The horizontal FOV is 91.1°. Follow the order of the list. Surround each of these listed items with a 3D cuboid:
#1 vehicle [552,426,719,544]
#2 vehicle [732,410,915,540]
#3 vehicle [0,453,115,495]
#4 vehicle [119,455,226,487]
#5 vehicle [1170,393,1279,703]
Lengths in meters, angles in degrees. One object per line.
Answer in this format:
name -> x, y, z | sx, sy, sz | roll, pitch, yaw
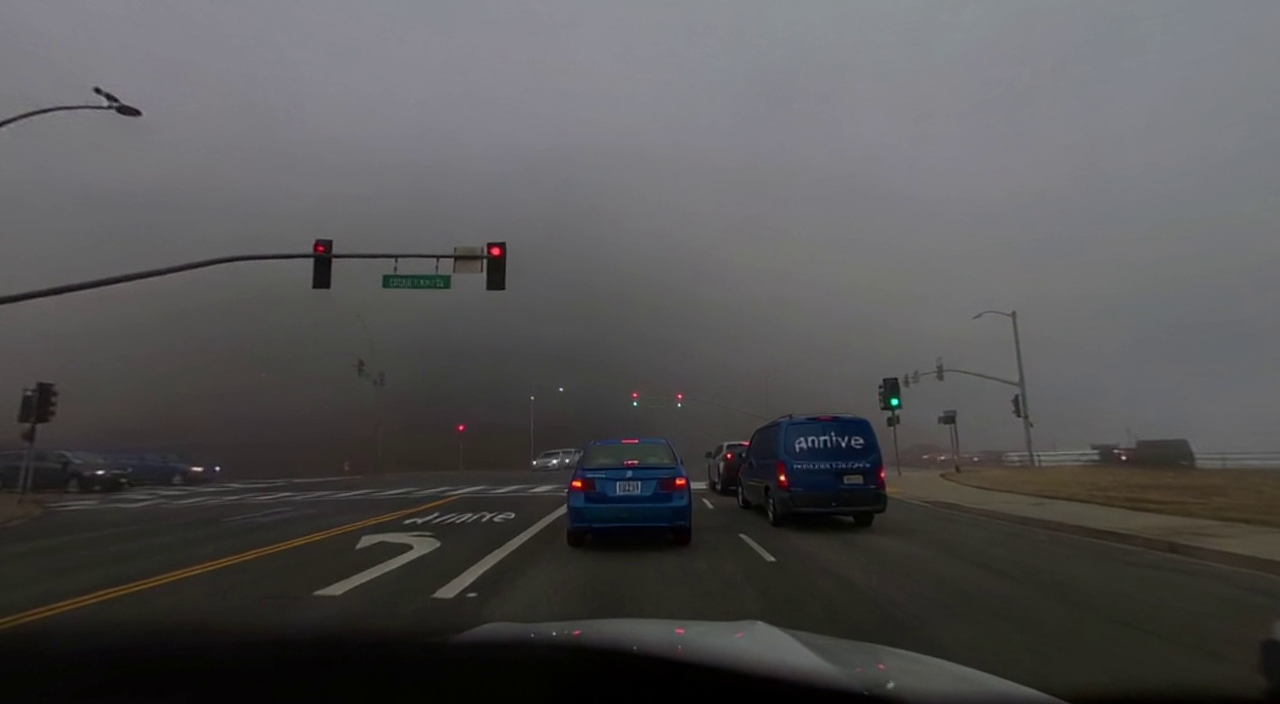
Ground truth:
vehicle -> -0.045, 2.189, 10.980 | 2.321, 1.624, 4.367 | 0, -9, 1
vehicle -> 3.082, 2.175, 11.631 | 2.059, 1.924, 4.257 | 0, -9, 0
vehicle -> -28.399, 5.769, 29.810 | 4.757, 1.841, 2.121 | 1, -9, -7
vehicle -> -25.219, 6.395, 34.003 | 4.073, 1.603, 1.920 | 1, -9, -8
vehicle -> 3.234, 0.614, 0.325 | 1.934, 1.506, 4.544 | 0, -9, 0
